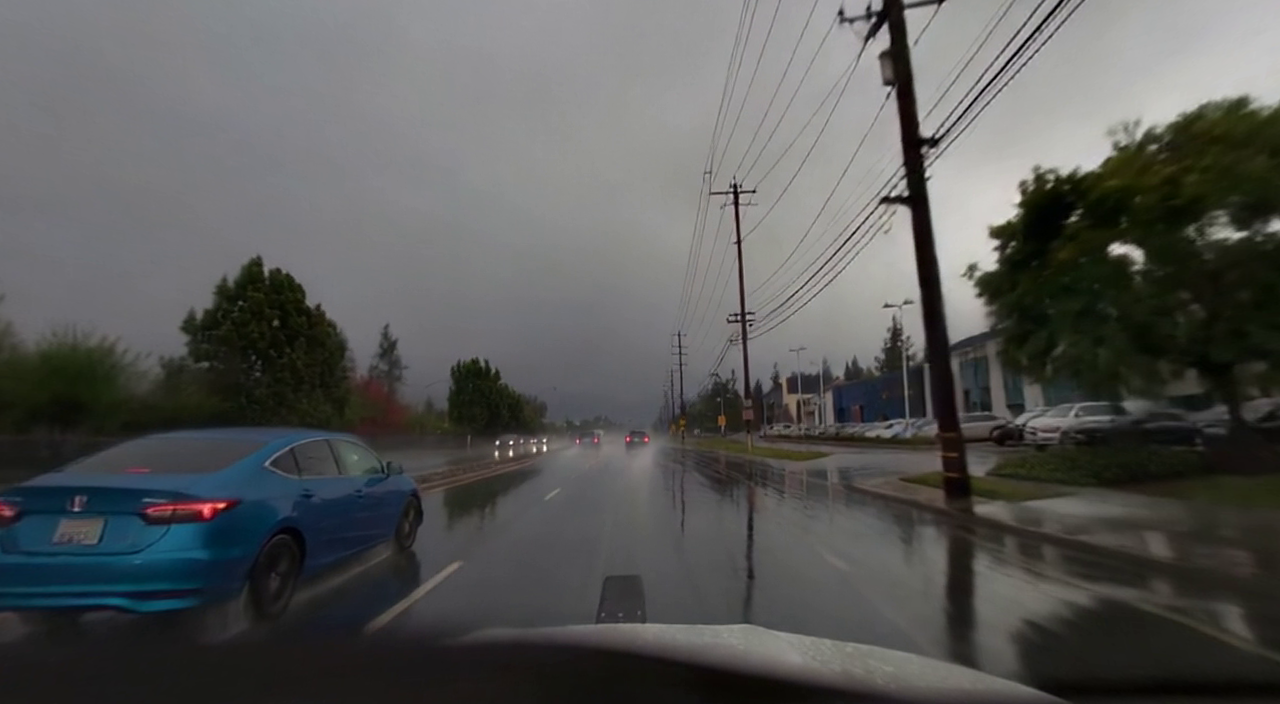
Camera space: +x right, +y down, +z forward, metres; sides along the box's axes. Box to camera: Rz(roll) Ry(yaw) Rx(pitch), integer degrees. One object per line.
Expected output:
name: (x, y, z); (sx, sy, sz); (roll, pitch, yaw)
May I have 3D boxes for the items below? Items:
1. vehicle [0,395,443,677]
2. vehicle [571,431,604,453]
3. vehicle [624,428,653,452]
vehicle: (-3.496, 1.314, 5.732); (1.928, 1.488, 4.635); (0, -8, 0)
vehicle: (-3.787, 6.563, 45.979); (2.021, 1.486, 3.623); (0, -8, 1)
vehicle: (-0.143, 6.789, 48.772); (2.182, 1.773, 4.041); (0, -8, -1)
